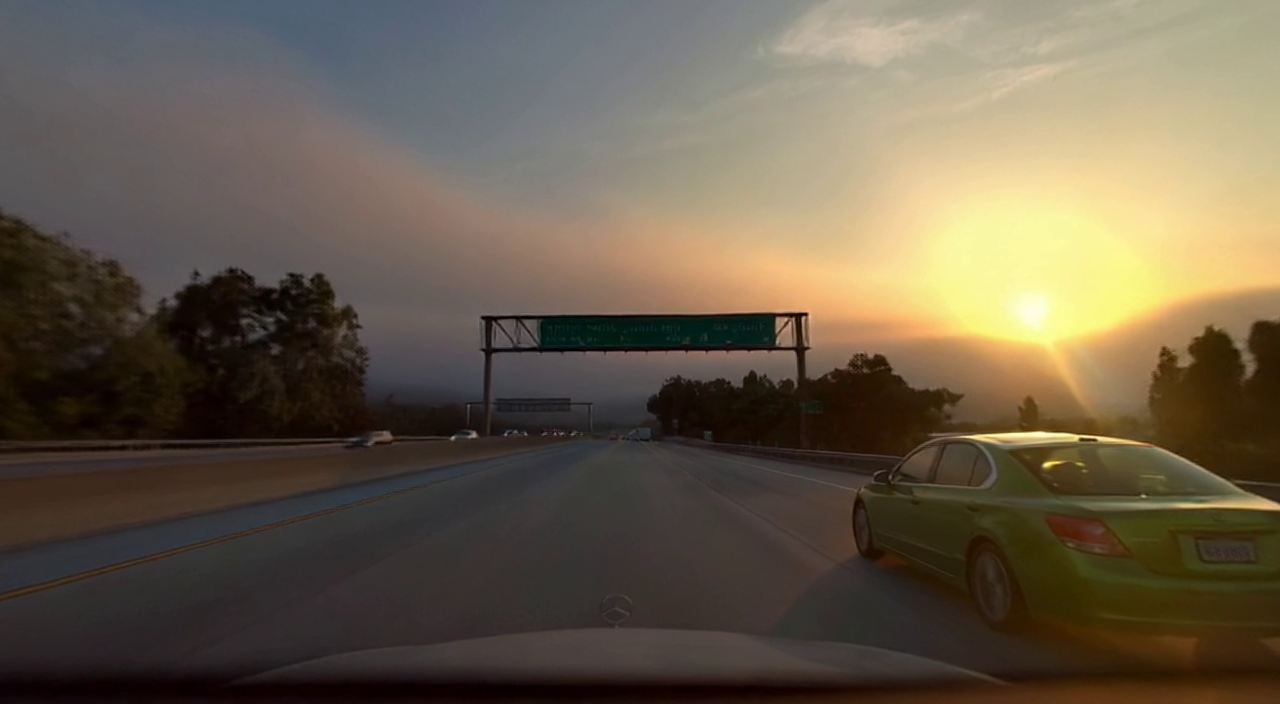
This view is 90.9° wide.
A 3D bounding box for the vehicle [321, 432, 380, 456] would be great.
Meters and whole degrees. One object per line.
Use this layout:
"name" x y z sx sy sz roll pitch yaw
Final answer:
"vehicle" -18.864 6.039 41.309 1.872 1.469 4.419 0 -8 -2
